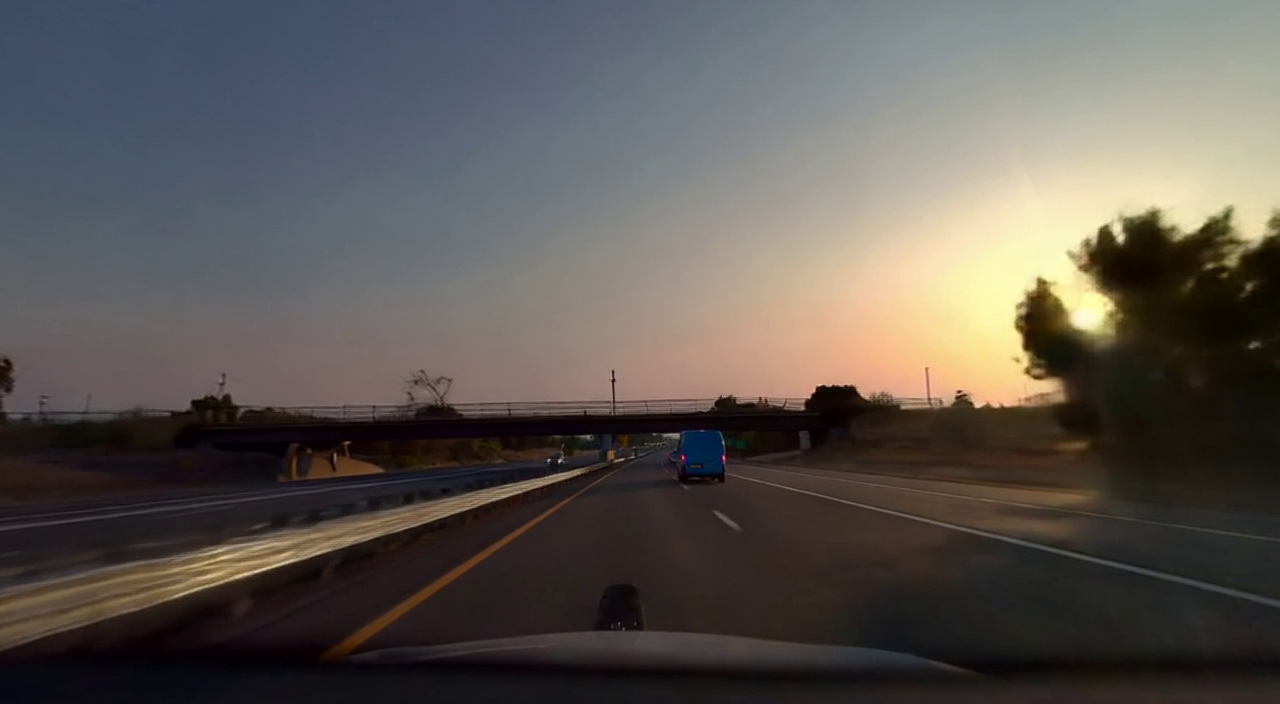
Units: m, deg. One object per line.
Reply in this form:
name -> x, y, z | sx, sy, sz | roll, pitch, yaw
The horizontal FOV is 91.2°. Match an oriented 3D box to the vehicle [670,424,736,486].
vehicle -> 2.837, 4.837, 29.631 | 2.560, 2.598, 5.581 | -1, -9, 1
